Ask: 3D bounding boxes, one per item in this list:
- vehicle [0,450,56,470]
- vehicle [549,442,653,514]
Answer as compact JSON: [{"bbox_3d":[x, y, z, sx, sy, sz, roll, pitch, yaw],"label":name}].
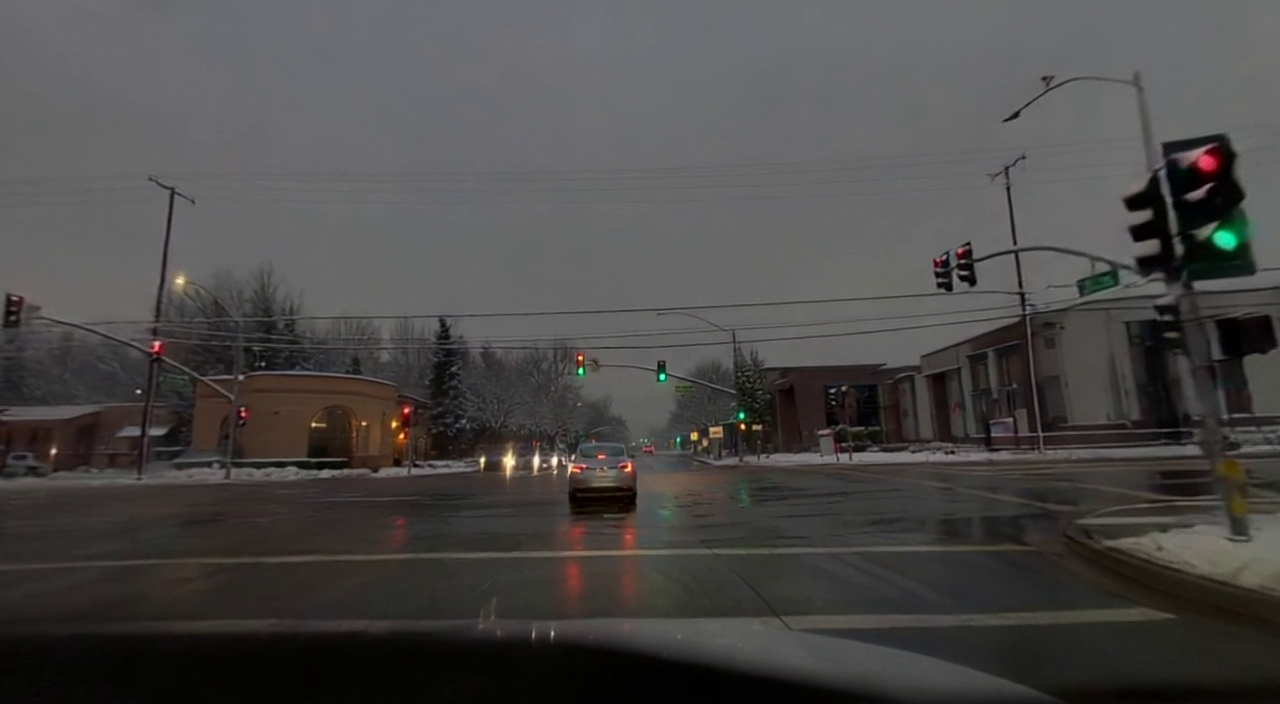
[{"bbox_3d":[-46.578,8.182,48.064,1.792,1.458,4.159,3,-9,-22],"label":"vehicle"},{"bbox_3d":[-0.858,2.953,15.351,2.152,1.478,4.229,0,-8,-1],"label":"vehicle"}]
